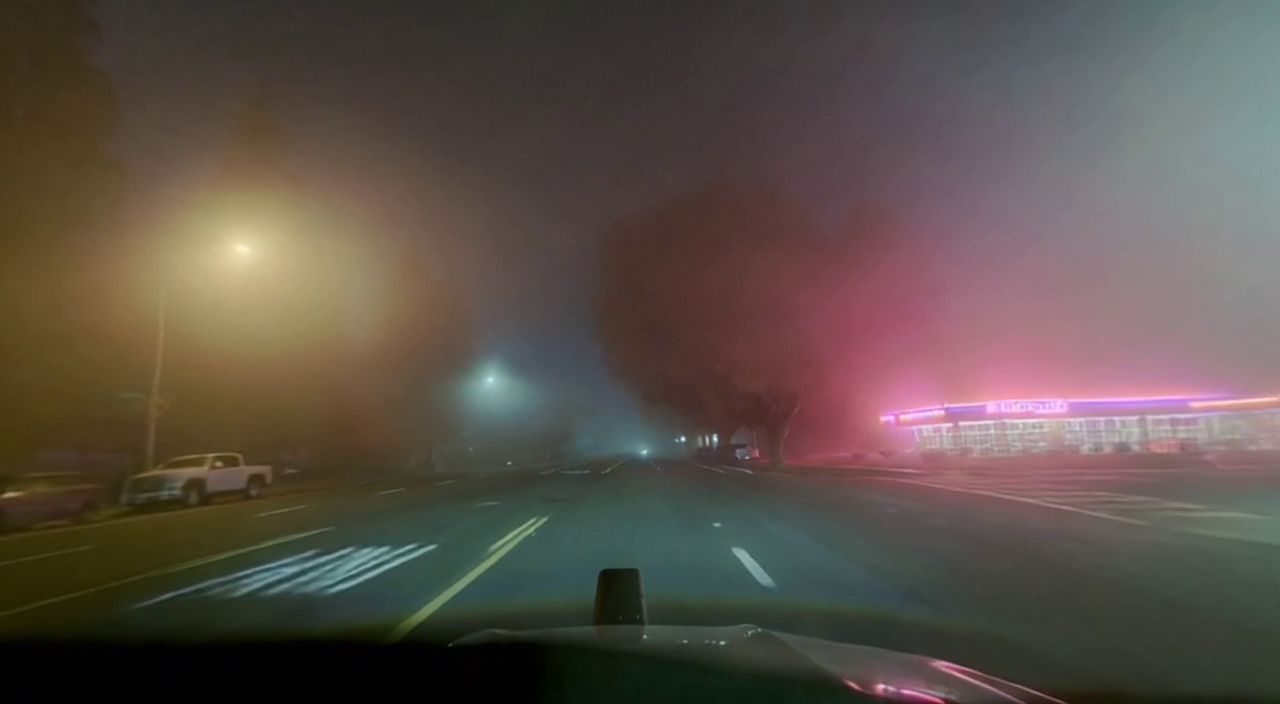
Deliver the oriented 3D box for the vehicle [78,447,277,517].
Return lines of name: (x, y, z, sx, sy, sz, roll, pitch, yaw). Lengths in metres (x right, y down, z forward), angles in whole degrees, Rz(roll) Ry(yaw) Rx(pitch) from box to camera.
vehicle: (-14.724, 4.123, 20.759, 2.164, 1.933, 5.804, 0, -9, 0)

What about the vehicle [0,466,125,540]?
vehicle: (-14.798, 3.447, 14.485, 2.106, 1.479, 4.541, 0, -9, 1)

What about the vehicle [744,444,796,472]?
vehicle: (7.360, 6.061, 36.221, 2.057, 1.478, 4.356, 0, -9, 0)
